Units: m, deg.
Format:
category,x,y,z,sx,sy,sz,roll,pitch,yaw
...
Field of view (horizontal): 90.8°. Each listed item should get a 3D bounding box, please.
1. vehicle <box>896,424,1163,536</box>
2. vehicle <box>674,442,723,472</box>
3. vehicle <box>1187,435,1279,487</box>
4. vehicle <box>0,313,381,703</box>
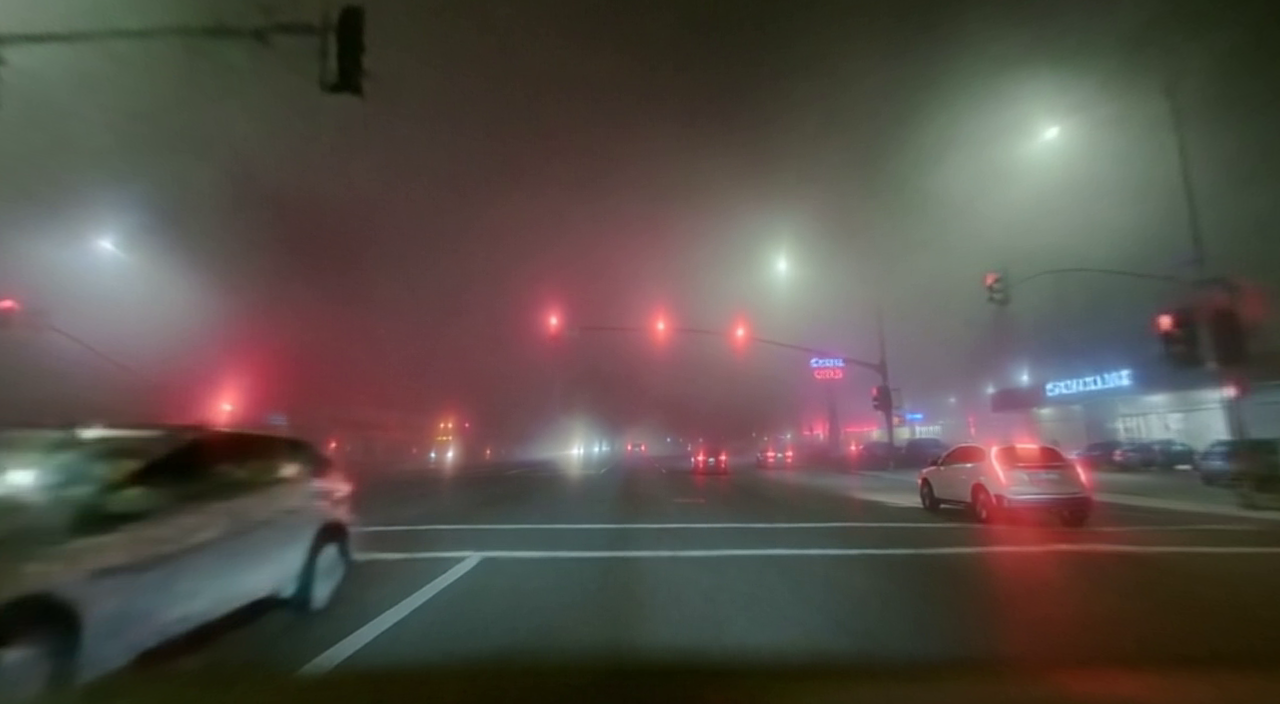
category,x,y,z,sx,sy,sz,roll,pitch,yaw
vehicle,6.815,2.272,11.879,2.002,1.651,4.647,0,-8,-1
vehicle,3.065,5.620,33.995,2.099,1.463,4.365,0,-8,-2
vehicle,19.388,3.345,19.657,4.235,1.465,2.109,4,-10,-28
vehicle,-3.416,0.887,2.986,2.304,1.794,5.004,0,-8,-1
